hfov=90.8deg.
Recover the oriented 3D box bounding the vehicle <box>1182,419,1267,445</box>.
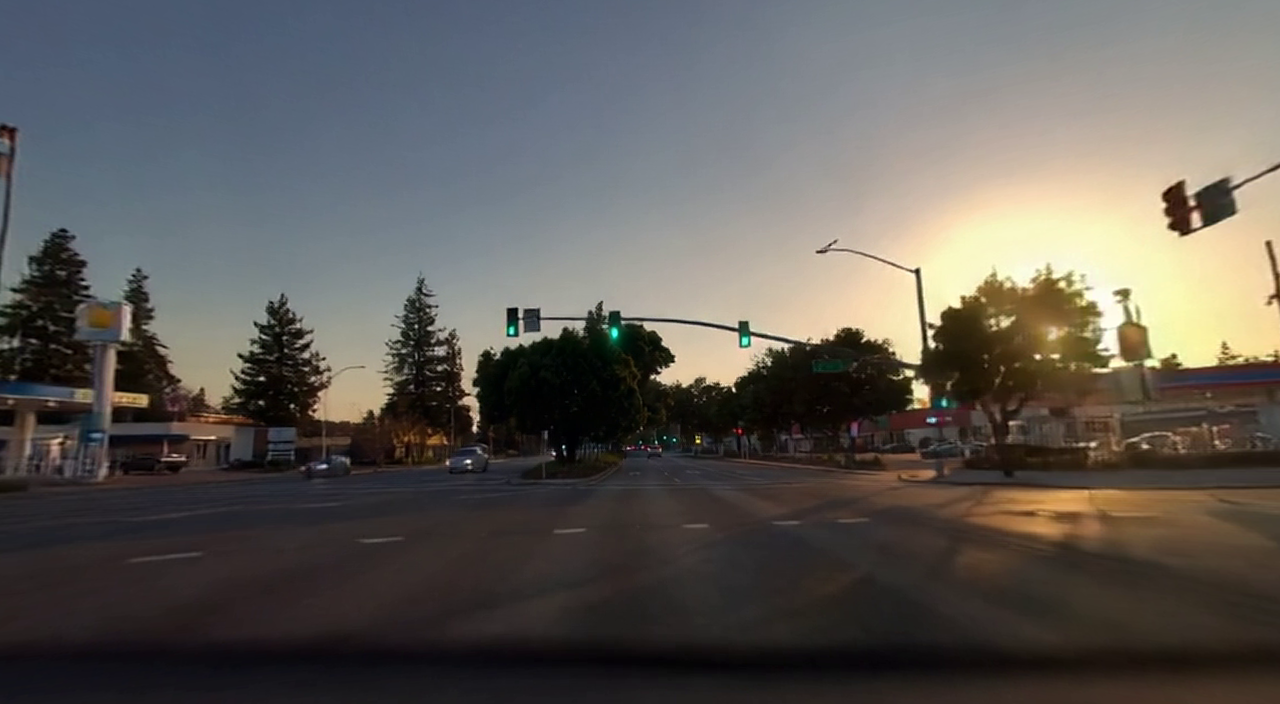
[{"bbox_3d":[45.116,6.254,48.884,1.932,1.875,4.769,0,-9,0],"label":"vehicle"}]

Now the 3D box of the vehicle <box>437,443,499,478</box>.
[{"bbox_3d":[-8.541,5.442,31.752,1.913,1.478,4.312,-4,-10,0],"label":"vehicle"}]

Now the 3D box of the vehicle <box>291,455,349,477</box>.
[{"bbox_3d":[-24.894,8.872,49.350,1.866,1.486,4.661,-1,-9,3],"label":"vehicle"}]

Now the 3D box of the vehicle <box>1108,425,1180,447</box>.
[{"bbox_3d":[39.666,6.668,49.840,1.929,1.589,4.430,0,-9,-2],"label":"vehicle"}]
